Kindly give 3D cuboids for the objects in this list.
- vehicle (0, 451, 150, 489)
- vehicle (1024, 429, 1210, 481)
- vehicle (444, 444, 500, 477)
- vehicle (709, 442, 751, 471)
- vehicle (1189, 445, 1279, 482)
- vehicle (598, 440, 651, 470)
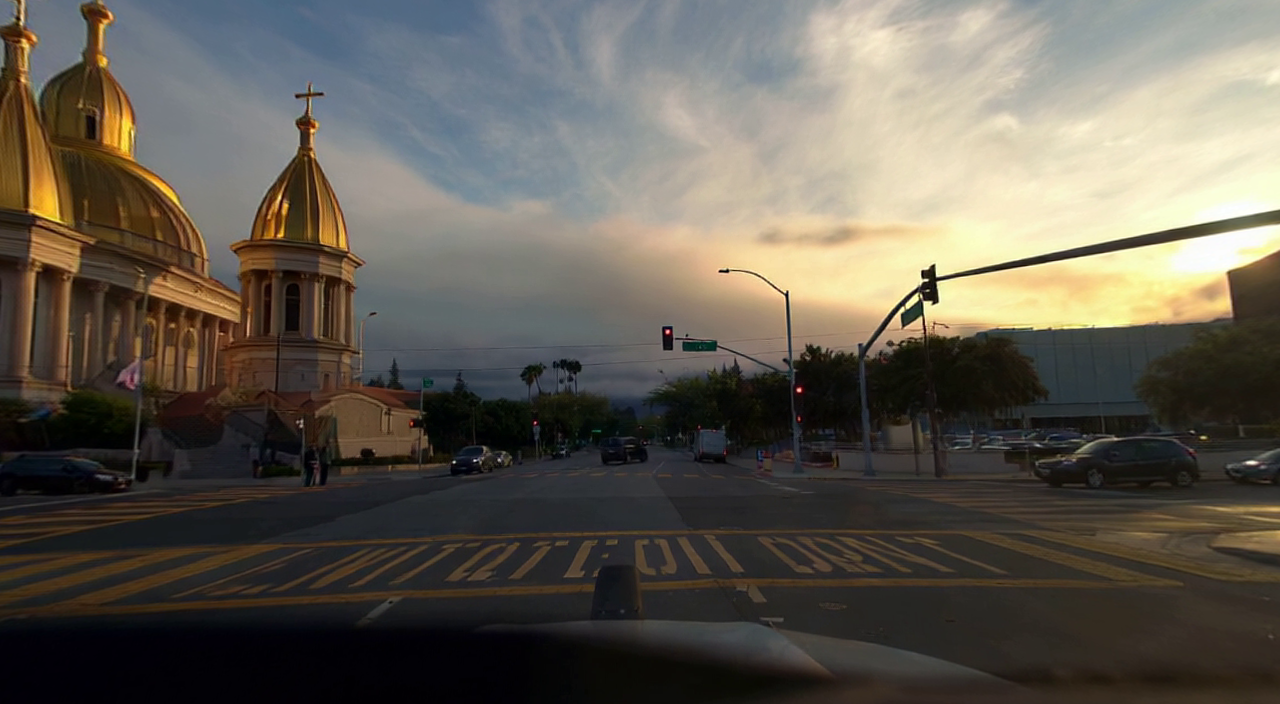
[{"bbox_3d":[-23.355,4.871,26.221,4.479,1.476,1.873,0,-8,1],"label":"vehicle"},{"bbox_3d":[19.877,4.301,26.574,5.852,2.057,2.361,0,-8,0],"label":"vehicle"},{"bbox_3d":[-10.230,6.616,38.948,2.076,1.876,4.669,0,-8,1],"label":"vehicle"},{"bbox_3d":[5.833,6.854,41.508,1.969,1.776,4.329,0,-8,-2],"label":"vehicle"},{"bbox_3d":[26.384,4.674,26.677,4.561,1.475,1.850,0,-8,0],"label":"vehicle"},{"bbox_3d":[-0.858,6.242,38.438,2.051,1.724,4.567,-2,-9,14],"label":"vehicle"}]
